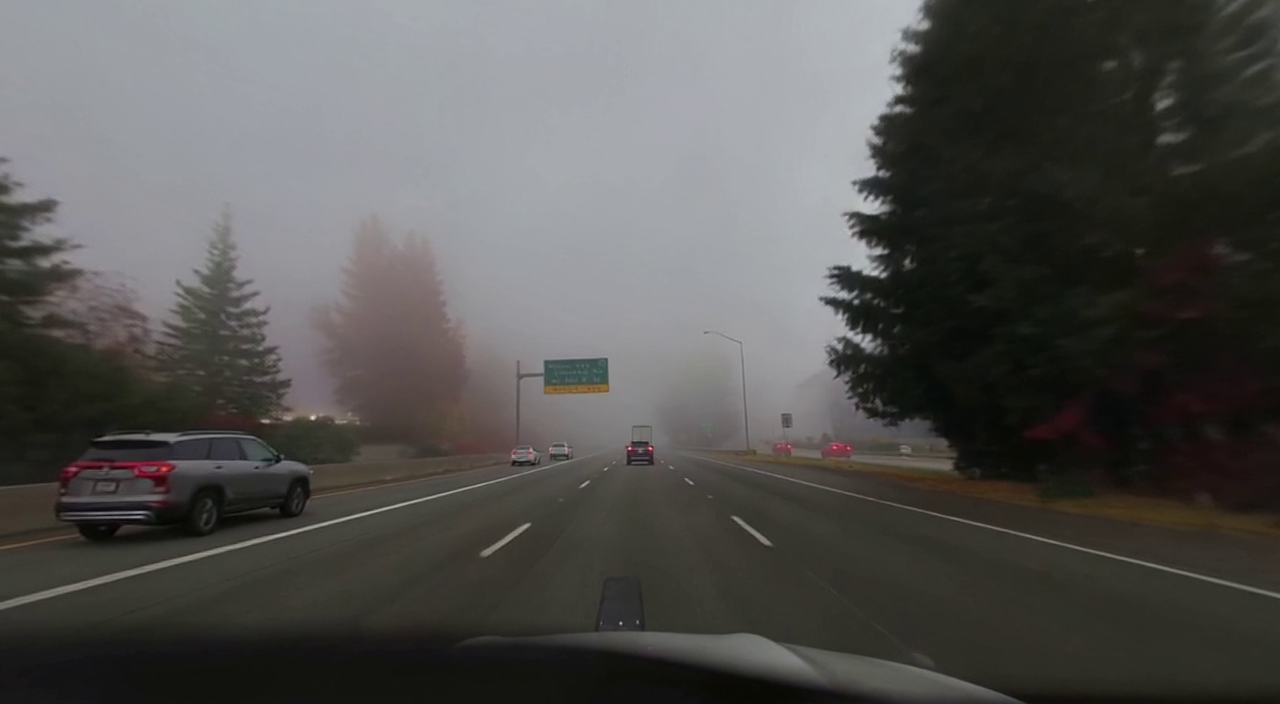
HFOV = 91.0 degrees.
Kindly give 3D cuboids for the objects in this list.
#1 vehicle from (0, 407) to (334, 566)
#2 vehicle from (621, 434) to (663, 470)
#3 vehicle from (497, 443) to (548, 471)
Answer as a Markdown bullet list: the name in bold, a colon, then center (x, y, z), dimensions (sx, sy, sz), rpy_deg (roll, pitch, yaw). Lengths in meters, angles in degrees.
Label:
- **vehicle**: center (-7.123, 1.937, 9.861), dimensions (2.146, 1.834, 4.999), rpy_deg (0, -9, 0)
- **vehicle**: center (0.107, 5.702, 36.033), dimensions (2.245, 1.863, 4.801), rpy_deg (0, -9, 0)
- **vehicle**: center (-6.760, 6.088, 36.636), dimensions (2.074, 1.495, 4.643), rpy_deg (0, -9, 0)
